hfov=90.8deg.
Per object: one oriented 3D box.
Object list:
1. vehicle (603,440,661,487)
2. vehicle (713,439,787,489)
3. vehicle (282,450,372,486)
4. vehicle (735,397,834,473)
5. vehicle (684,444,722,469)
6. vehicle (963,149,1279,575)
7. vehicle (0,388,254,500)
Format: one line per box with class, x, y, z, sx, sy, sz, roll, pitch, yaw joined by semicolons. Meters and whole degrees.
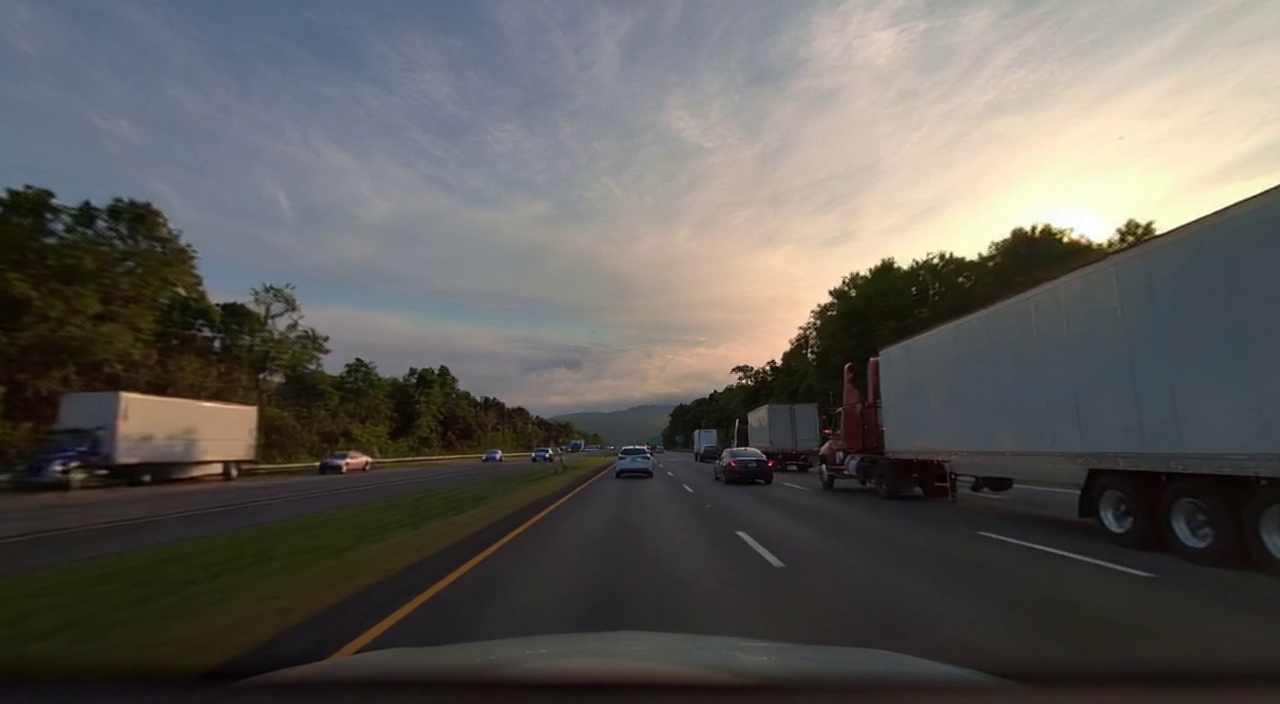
vehicle;-0.271;4.180;23.841;2.023;1.618;3.628;0;-9;1
vehicle;3.840;3.989;22.698;1.920;1.594;3.867;0;-9;0
vehicle;-14.535;5.378;29.637;1.868;1.537;4.403;-1;-9;2
vehicle;8.904;5.635;41.600;2.858;4.068;15.162;0;-9;0
vehicle;4.266;7.142;43.228;2.150;1.632;4.260;0;-9;0
vehicle;7.597;0.319;7.567;2.823;4.063;8.485;0;-9;0
vehicle;-19.381;3.652;24.830;2.870;3.622;8.269;0;-9;1
